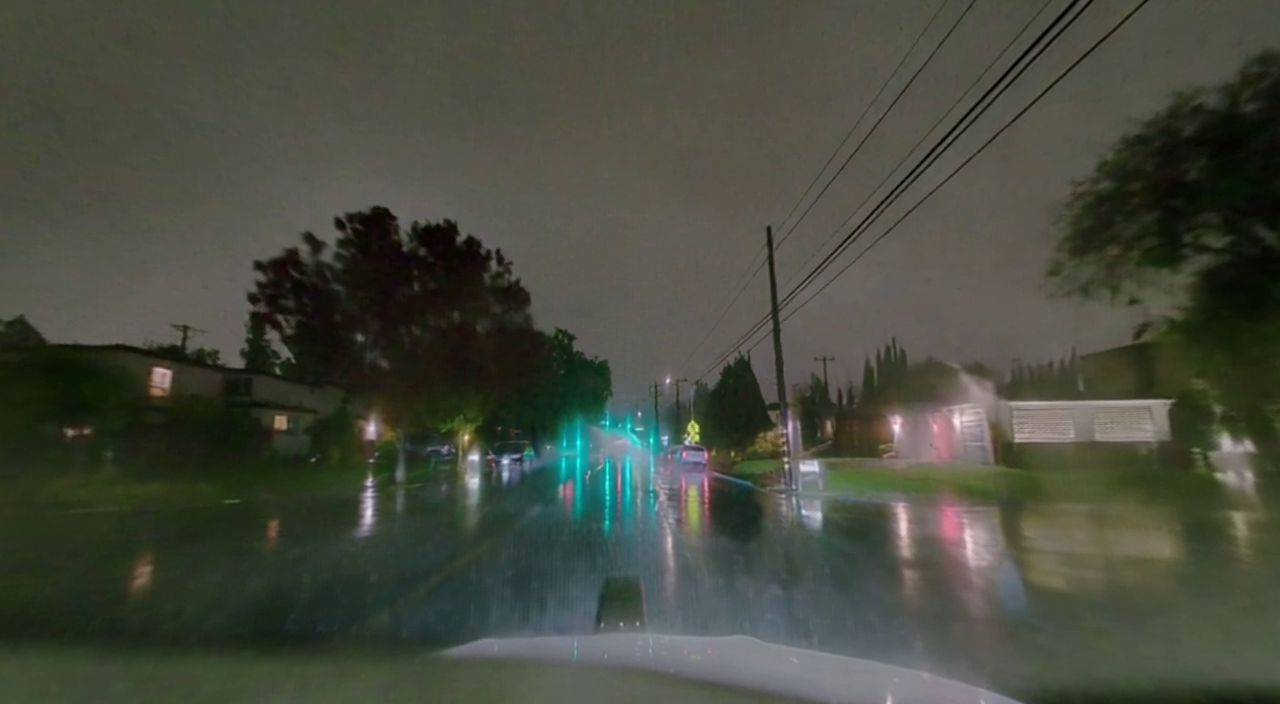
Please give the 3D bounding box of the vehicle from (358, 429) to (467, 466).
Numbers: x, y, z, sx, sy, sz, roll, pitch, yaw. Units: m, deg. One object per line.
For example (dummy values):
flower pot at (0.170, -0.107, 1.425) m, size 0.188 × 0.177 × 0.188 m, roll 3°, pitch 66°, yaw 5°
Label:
vehicle at (-15.689, 6.613, 43.881) m, size 6.526 × 2.046 × 2.522 m, roll 4°, pitch -8°, yaw -2°

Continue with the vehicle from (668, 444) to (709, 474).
vehicle at (2.749, 6.135, 36.617) m, size 1.896 × 1.602 × 4.571 m, roll 0°, pitch -8°, yaw -1°

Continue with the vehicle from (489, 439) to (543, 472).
vehicle at (-7.580, 6.370, 39.074) m, size 2.266 × 1.877 × 5.167 m, roll 0°, pitch -9°, yaw 0°
